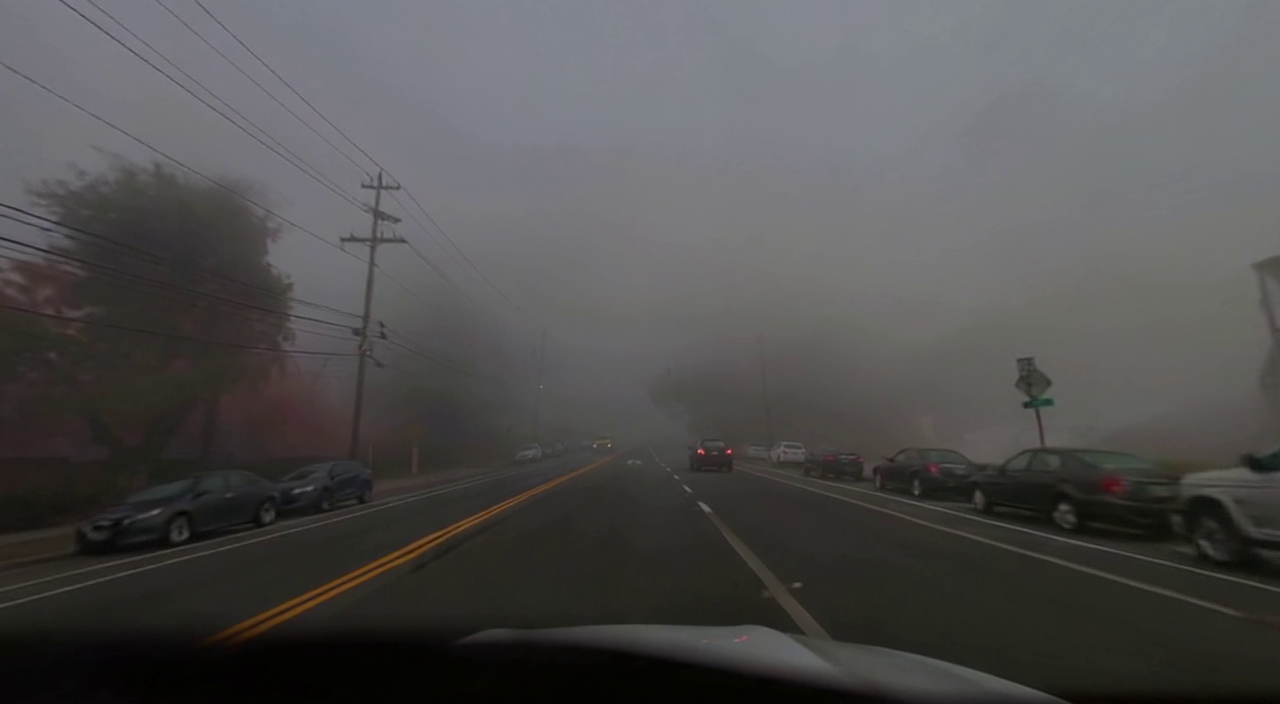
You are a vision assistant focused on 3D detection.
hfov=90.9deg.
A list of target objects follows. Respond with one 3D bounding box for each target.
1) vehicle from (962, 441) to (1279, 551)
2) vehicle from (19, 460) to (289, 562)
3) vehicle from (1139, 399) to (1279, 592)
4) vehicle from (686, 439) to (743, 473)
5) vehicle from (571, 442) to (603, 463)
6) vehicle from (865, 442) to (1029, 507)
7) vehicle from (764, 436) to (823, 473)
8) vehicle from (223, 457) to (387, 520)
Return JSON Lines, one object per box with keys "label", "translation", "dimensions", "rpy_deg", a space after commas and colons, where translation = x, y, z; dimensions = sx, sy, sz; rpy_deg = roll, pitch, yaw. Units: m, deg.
{"label": "vehicle", "translation": [7.687, 2.265, 10.709], "dimensions": [1.943, 1.441, 4.494], "rpy_deg": [0, -9, -2]}
{"label": "vehicle", "translation": [-9.426, 3.057, 12.859], "dimensions": [1.944, 1.524, 4.404], "rpy_deg": [-2, -9, 1]}
{"label": "vehicle", "translation": [7.625, 1.256, 5.084], "dimensions": [2.250, 1.935, 6.052], "rpy_deg": [0, -9, 0]}
{"label": "vehicle", "translation": [3.519, 5.029, 30.643], "dimensions": [2.059, 1.489, 4.629], "rpy_deg": [0, -9, -2]}
{"label": "vehicle", "translation": [-4.028, 7.704, 48.404], "dimensions": [1.989, 1.474, 4.112], "rpy_deg": [-1, -9, 2]}
{"label": "vehicle", "translation": [7.892, 3.164, 16.831], "dimensions": [2.093, 1.472, 4.434], "rpy_deg": [0, -9, -1]}
{"label": "vehicle", "translation": [7.939, 5.354, 33.086], "dimensions": [1.879, 1.765, 4.339], "rpy_deg": [0, -9, -1]}
{"label": "vehicle", "translation": [-9.340, 3.801, 18.174], "dimensions": [2.117, 1.474, 4.740], "rpy_deg": [0, -9, 0]}
